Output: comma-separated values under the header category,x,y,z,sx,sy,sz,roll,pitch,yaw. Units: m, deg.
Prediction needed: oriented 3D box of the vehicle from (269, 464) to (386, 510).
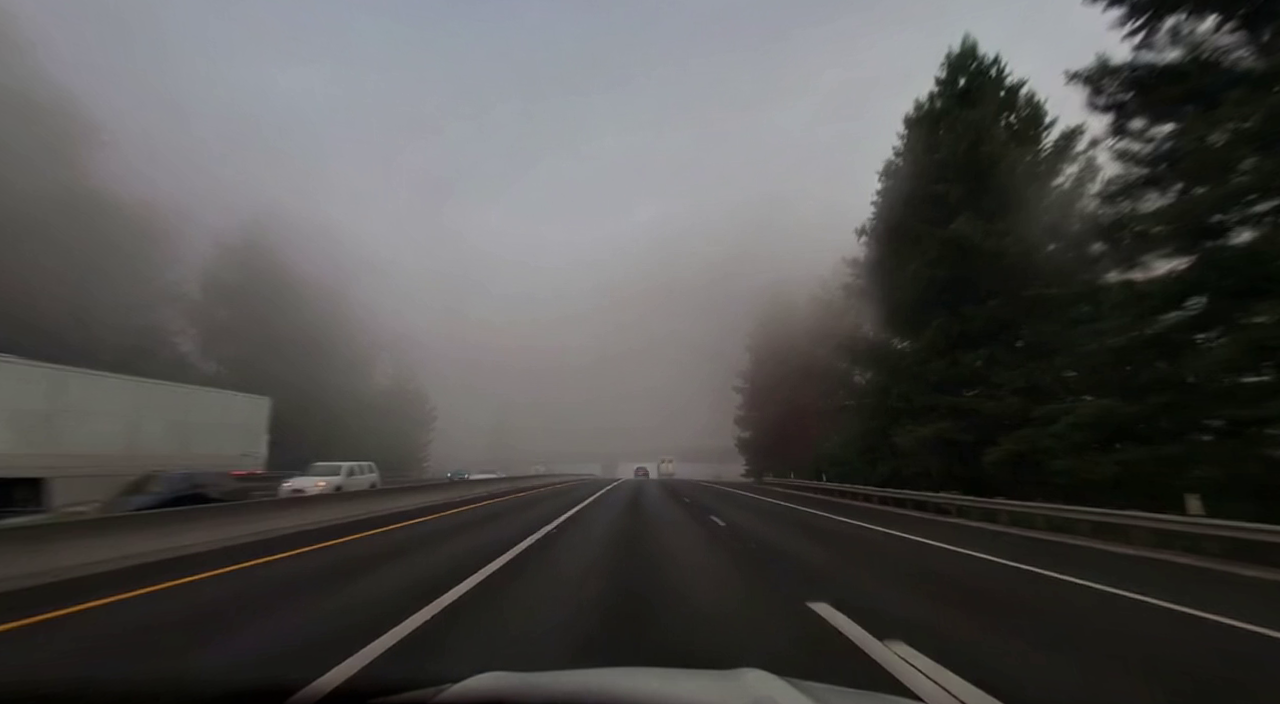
category,x,y,z,sx,sy,sz,roll,pitch,yaw
vehicle,-11.423,4.969,23.462,1.967,1.477,4.585,1,-10,0

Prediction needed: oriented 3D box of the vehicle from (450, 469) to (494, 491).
category,x,y,z,sx,sy,sz,roll,pitch,yaw
vehicle,-11.882,9.098,44.873,1.872,1.435,4.267,1,-11,1

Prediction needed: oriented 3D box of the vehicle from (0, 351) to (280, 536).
category,x,y,z,sx,sy,sz,roll,pitch,yaw
vehicle,-15.879,2.714,17.805,2.910,4.087,14.268,1,-10,0
